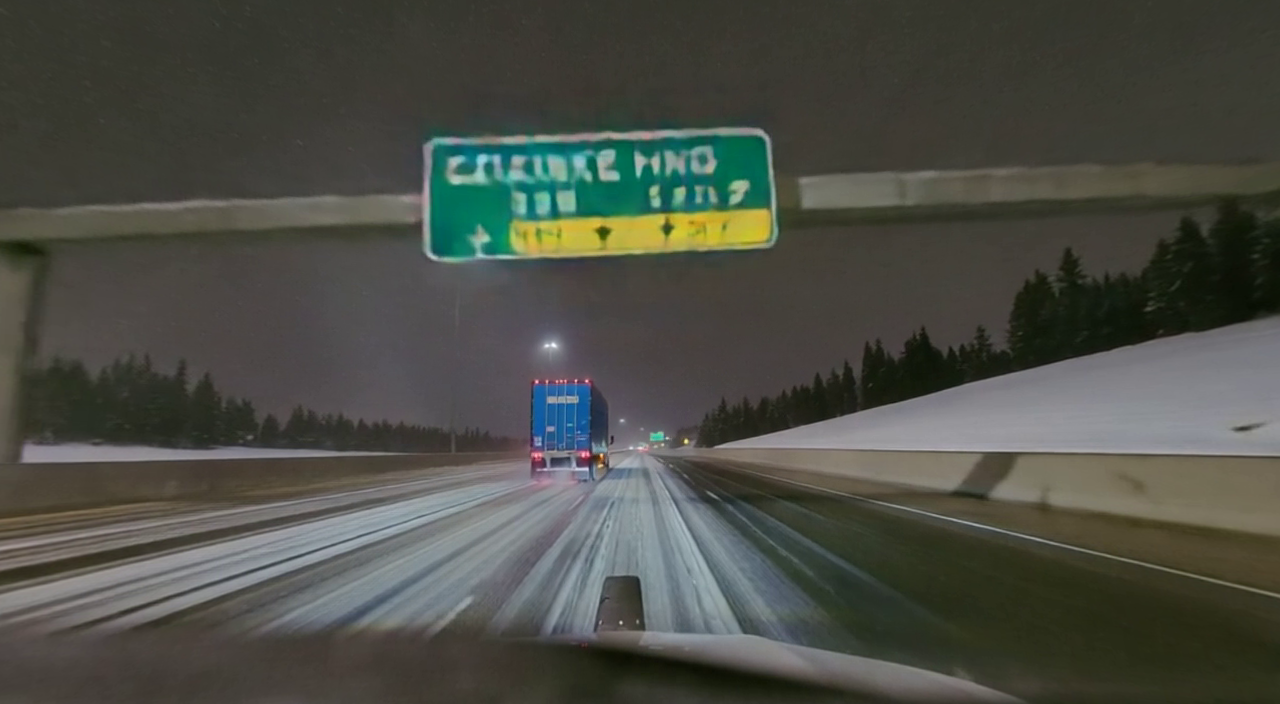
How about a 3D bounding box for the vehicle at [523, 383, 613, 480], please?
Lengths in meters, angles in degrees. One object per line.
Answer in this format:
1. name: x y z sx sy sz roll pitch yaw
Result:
1. vehicle: -3.164 4.089 31.374 3.059 3.956 11.036 0 -9 1
